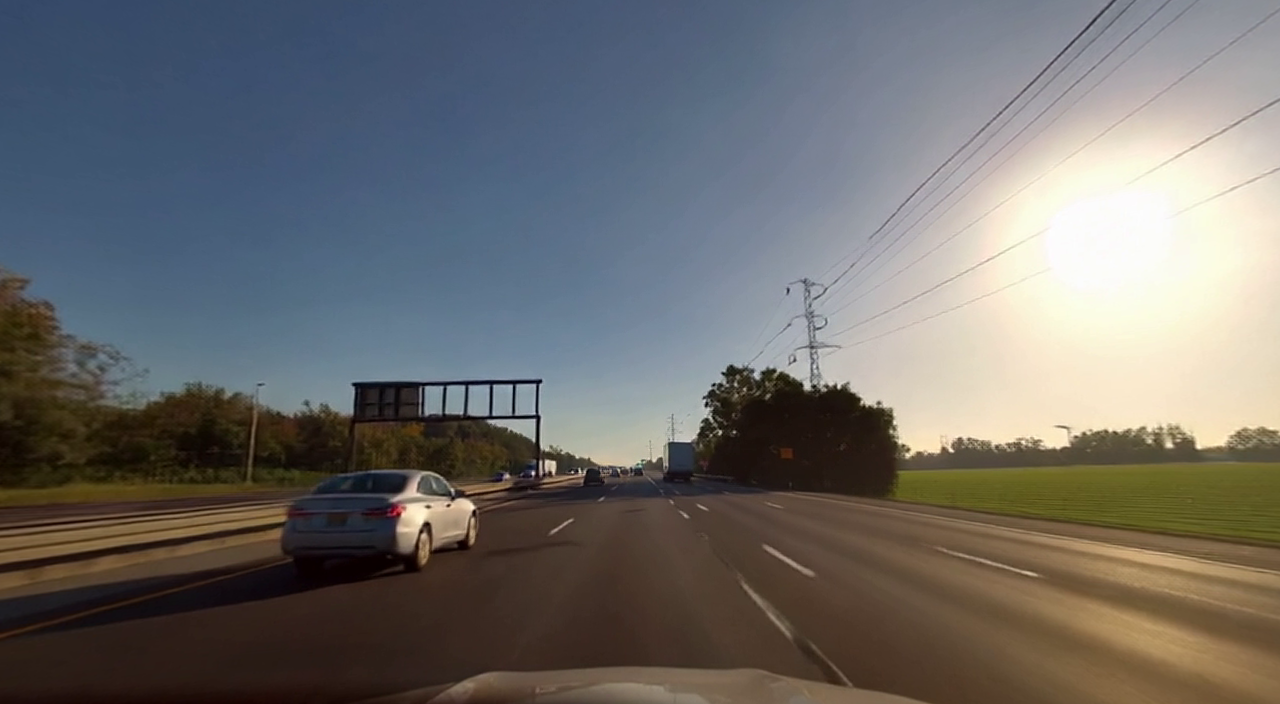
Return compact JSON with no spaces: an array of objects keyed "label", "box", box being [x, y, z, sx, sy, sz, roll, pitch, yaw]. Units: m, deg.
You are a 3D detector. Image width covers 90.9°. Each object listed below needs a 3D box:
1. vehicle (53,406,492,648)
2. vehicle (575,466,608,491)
[{"label":"vehicle","box":[-3.193,1.684,6.872,2.065,1.722,4.441,1,-11,0]},{"label":"vehicle","box":[-3.289,8.683,43.390,1.942,1.597,3.943,1,-11,0]}]
